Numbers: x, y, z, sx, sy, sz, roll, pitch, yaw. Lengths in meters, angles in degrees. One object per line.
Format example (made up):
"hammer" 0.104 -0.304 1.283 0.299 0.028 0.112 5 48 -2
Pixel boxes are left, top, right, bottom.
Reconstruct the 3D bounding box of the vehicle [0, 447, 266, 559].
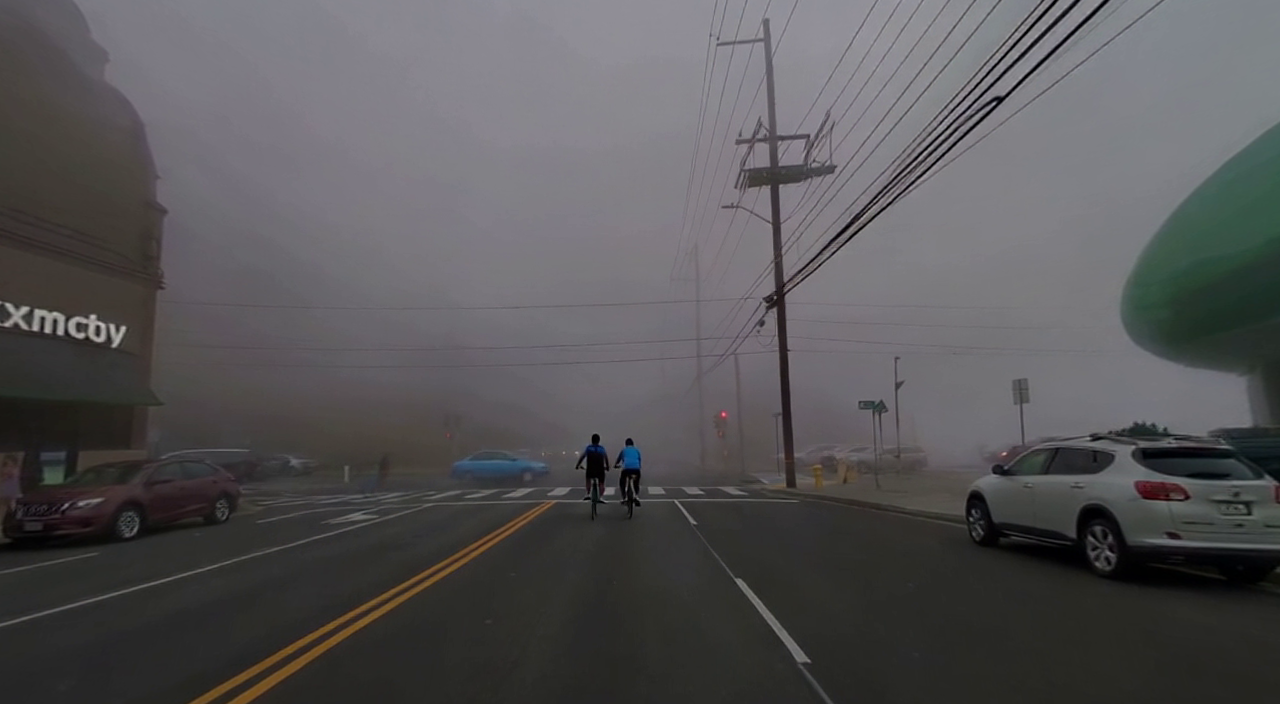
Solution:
"vehicle" -10.224 2.871 12.974 2.075 1.816 4.900 0 -8 -1

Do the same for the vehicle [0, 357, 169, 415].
"vehicle" -17.098 1.090 19.445 3.685 1.584 1.708 1 -9 -3

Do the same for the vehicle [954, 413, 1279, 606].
"vehicle" 5.825 1.703 7.712 1.873 1.714 3.979 0 -8 -1

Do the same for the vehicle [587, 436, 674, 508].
"vehicle" -0.202 3.317 17.966 2.190 1.783 4.048 0 -8 1
